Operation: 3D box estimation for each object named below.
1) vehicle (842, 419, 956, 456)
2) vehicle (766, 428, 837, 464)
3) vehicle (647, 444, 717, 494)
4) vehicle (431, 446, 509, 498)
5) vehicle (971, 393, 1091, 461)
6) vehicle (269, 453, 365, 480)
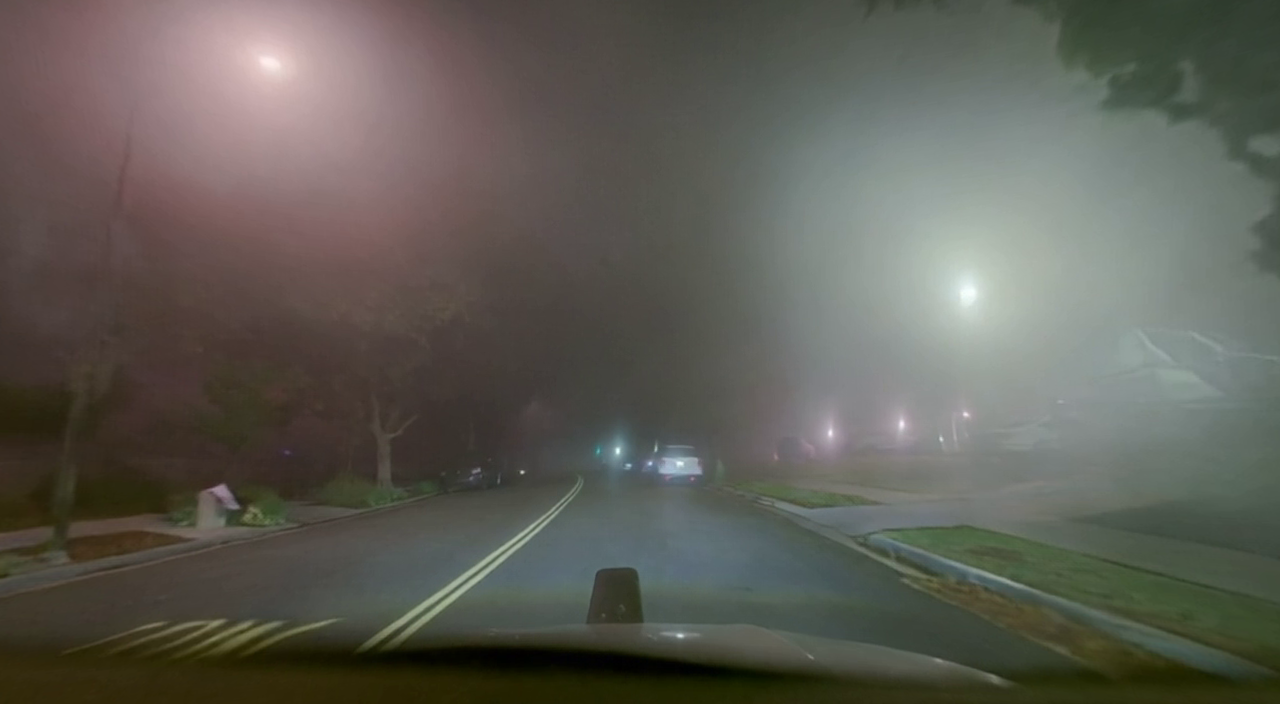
[{"bbox_3d":[12.057,4.063,29.734,4.639,1.634,2.005,-2,-9,12],"label":"vehicle"},{"bbox_3d":[9.241,5.330,35.869,2.100,1.857,4.611,-7,-11,38],"label":"vehicle"},{"bbox_3d":[1.609,4.780,26.176,2.229,1.826,4.611,0,-9,-4],"label":"vehicle"},{"bbox_3d":[-6.647,4.674,25.218,2.155,1.729,4.799,-1,-8,-5],"label":"vehicle"},{"bbox_3d":[11.663,2.395,19.209,1.880,1.626,4.495,-2,-12,16],"label":"vehicle"},{"bbox_3d":[-17.998,6.383,35.261,4.527,1.466,1.880,-2,-9,12],"label":"vehicle"}]
